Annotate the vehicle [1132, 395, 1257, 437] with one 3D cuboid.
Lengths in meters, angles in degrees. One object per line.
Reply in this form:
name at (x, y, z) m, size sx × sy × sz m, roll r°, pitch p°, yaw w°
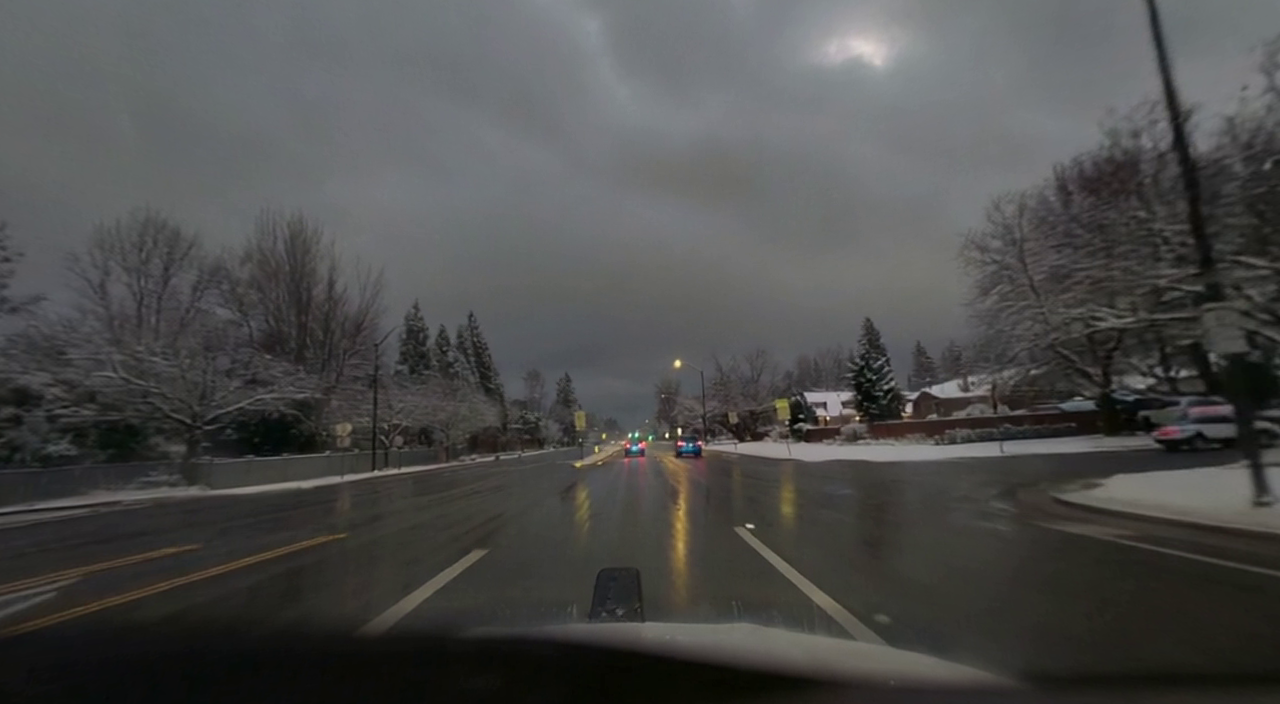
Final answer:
vehicle at (31.094, 3.509, 35.714) m, size 2.072 × 2.012 × 5.323 m, roll -5°, pitch -4°, yaw -1°
